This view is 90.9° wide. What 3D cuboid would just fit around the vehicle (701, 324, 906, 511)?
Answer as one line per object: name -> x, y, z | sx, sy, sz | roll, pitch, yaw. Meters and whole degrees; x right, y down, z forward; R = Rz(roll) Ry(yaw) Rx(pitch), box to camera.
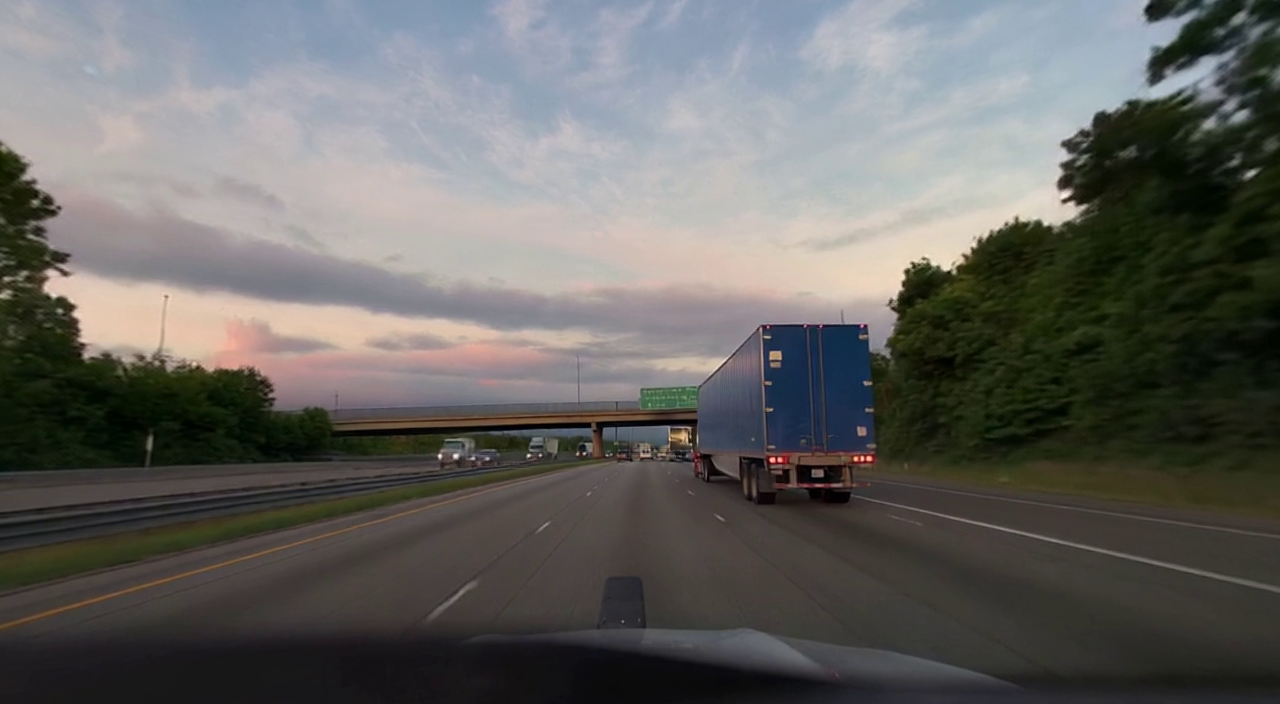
vehicle -> 4.195, 2.469, 20.741 | 2.825, 4.054, 14.210 | 0, -9, 0
